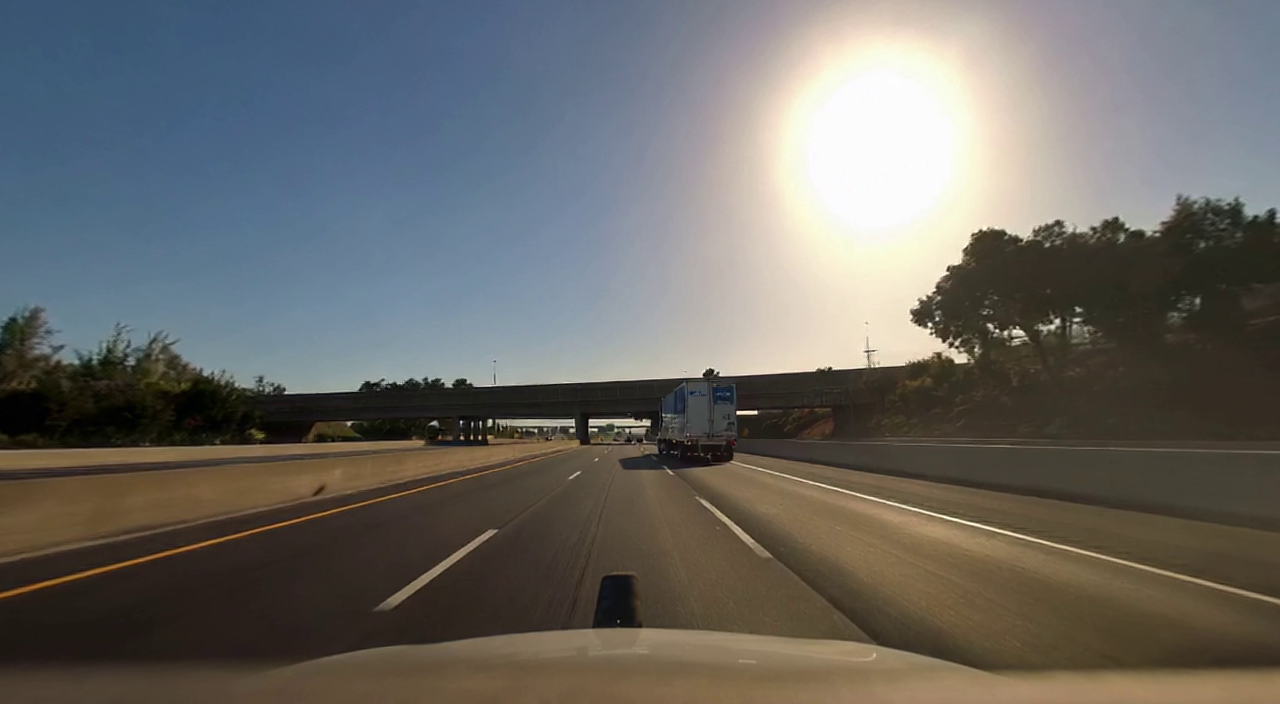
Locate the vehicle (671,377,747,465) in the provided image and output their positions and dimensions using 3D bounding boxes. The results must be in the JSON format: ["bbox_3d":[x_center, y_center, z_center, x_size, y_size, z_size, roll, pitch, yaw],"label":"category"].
[{"bbox_3d":[3.399,3.770,33.434,2.880,3.986,9.103,0,-8,-1],"label":"vehicle"}]
